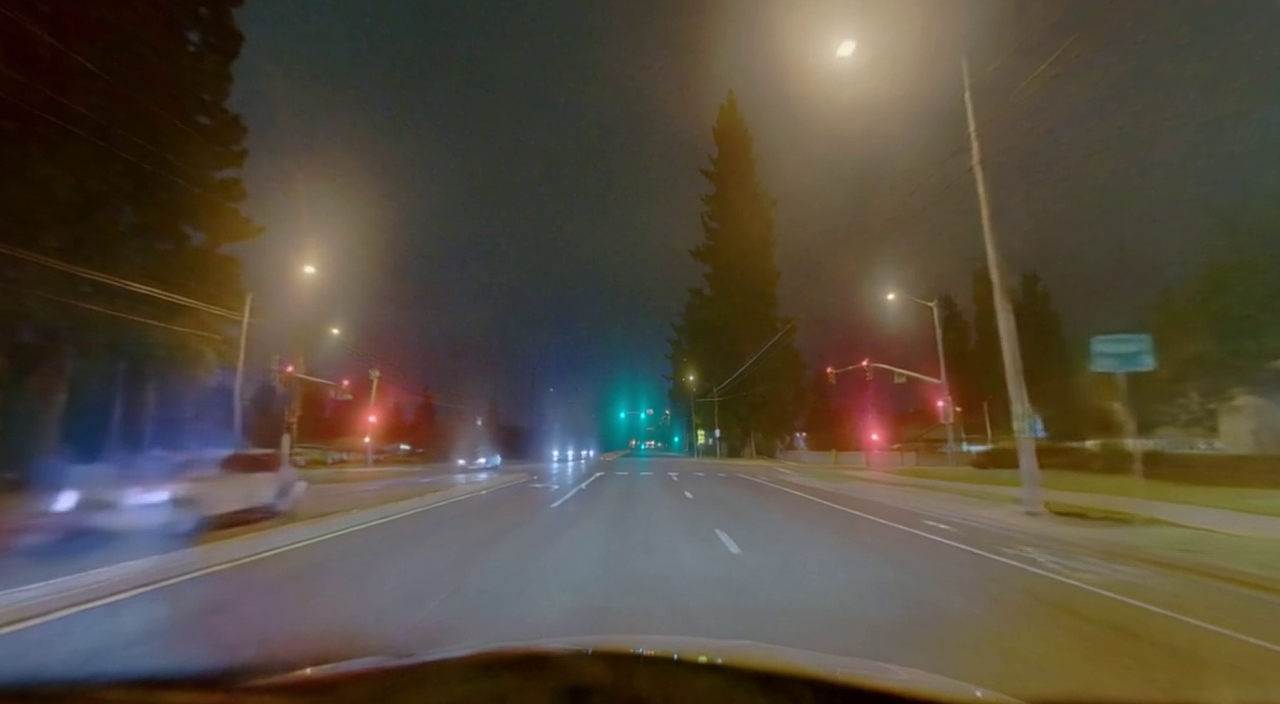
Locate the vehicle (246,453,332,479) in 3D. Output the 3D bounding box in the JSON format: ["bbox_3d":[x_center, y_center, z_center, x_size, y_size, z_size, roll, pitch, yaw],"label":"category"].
[{"bbox_3d":[-21.559,6.960,38.661,5.038,1.435,2.074,-4,-9,28],"label":"vehicle"}]

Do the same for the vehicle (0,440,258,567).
[{"bbox_3d":[-8.795,2.335,10.599,1.986,1.665,4.284,0,-8,1],"label":"vehicle"}]

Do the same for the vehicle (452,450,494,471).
[{"bbox_3d":[-11.920,7.751,45.252,1.825,1.435,4.211,0,-8,1],"label":"vehicle"}]
